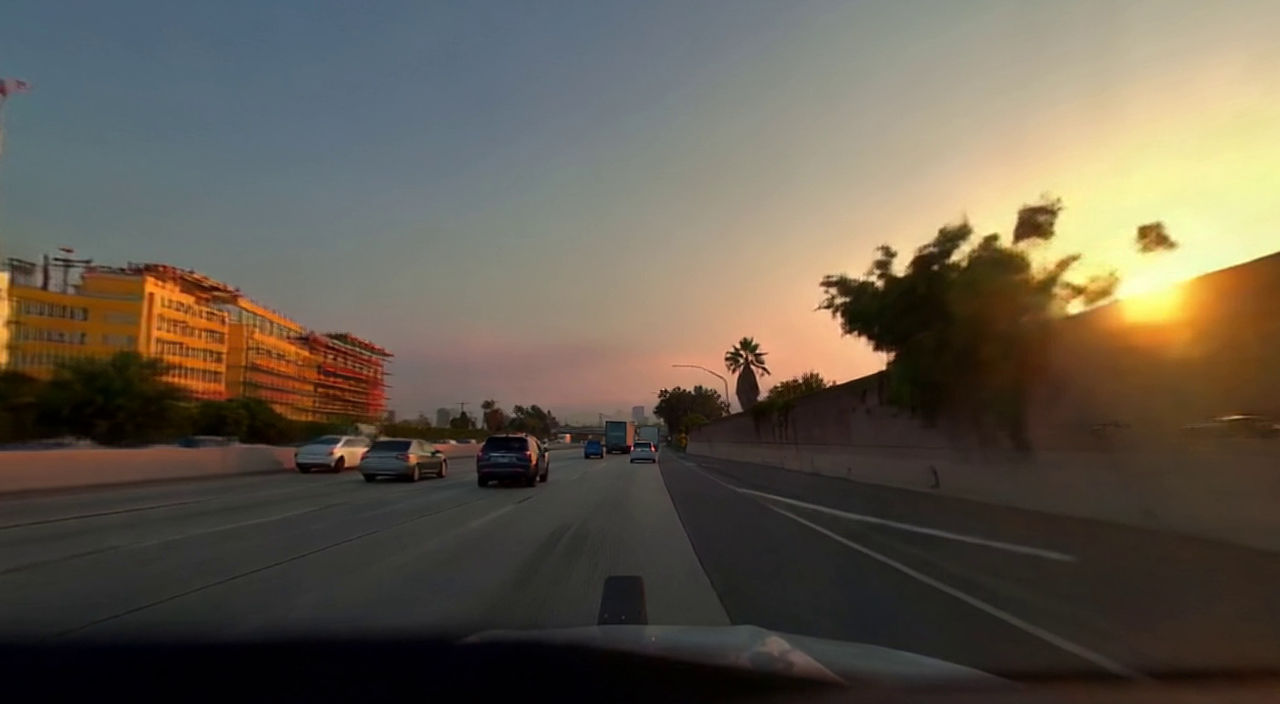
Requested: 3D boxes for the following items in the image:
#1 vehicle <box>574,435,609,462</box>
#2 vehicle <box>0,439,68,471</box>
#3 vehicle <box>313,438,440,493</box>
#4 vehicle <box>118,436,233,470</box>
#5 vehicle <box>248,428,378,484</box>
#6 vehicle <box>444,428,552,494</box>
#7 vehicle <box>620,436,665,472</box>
[{"bbox_3d":[-3.689,7.395,48.630,2.203,1.958,4.848,0,-8,1],"label":"vehicle"},{"bbox_3d":[-30.033,4.837,29.649,1.962,1.459,4.416,-1,-8,2],"label":"vehicle"},{"bbox_3d":[-7.924,3.417,19.471,1.949,1.476,4.410,0,-8,1],"label":"vehicle"},{"bbox_3d":[-22.491,4.899,30.832,1.981,1.517,4.614,-1,-8,2],"label":"vehicle"},{"bbox_3d":[-11.998,3.846,23.627,2.077,1.829,5.101,0,-8,1],"label":"vehicle"},{"bbox_3d":[-4.111,3.237,19.129,2.108,1.740,4.549,0,-8,1],"label":"vehicle"},{"bbox_3d":[0.126,5.173,32.106,2.136,1.678,4.052,0,-8,1],"label":"vehicle"}]
